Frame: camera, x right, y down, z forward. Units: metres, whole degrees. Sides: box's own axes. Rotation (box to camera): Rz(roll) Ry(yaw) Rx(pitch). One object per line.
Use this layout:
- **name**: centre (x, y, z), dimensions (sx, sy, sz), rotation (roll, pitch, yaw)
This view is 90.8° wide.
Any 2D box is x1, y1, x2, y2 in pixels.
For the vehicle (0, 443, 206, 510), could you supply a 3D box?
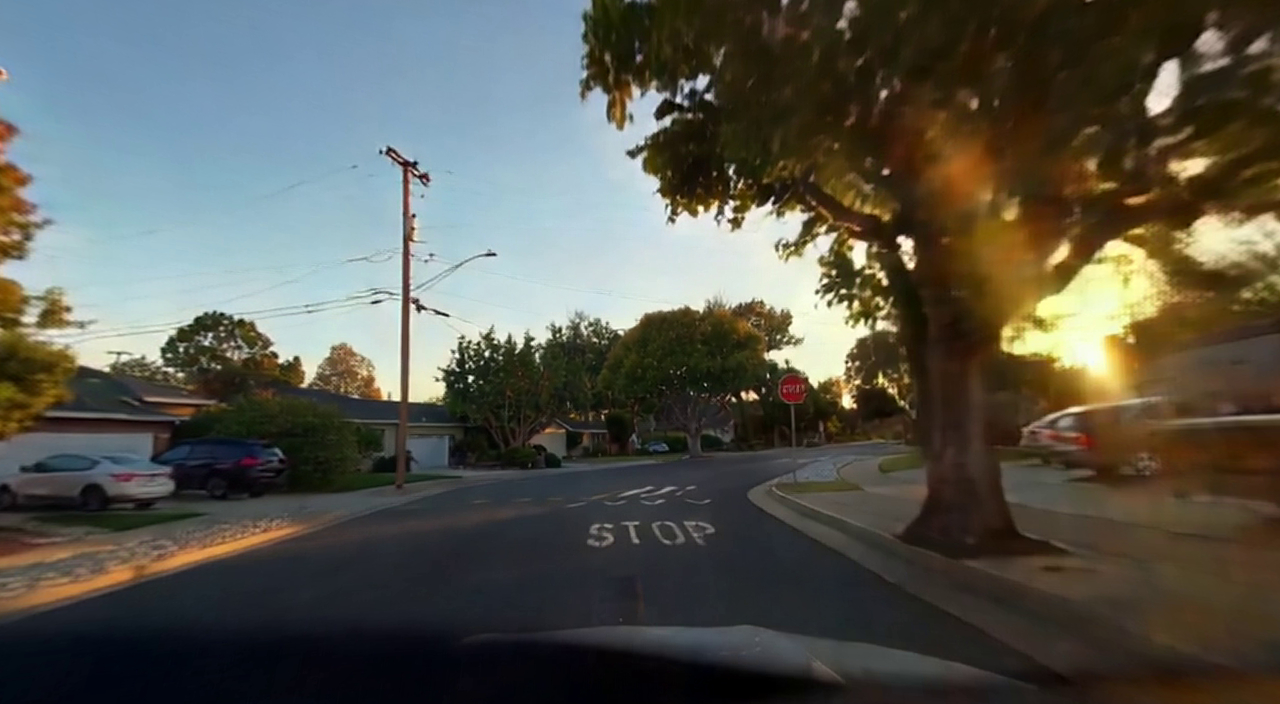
- **vehicle**: centre (-13.371, 2.995, 15.448), dimensions (4.103, 1.498, 1.909), rotation (0, -8, 2)

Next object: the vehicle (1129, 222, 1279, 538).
- **vehicle**: centre (10.770, 0.316, 6.359), dimensions (8.828, 3.111, 3.352), rotation (0, -7, 0)

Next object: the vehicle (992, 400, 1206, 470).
- **vehicle**: centre (12.312, 2.291, 17.285), dimensions (4.180, 1.759, 1.940), rotation (-2, -8, 11)

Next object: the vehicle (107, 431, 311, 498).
- **vehicle**: centre (-12.548, 3.278, 18.664), dimensions (4.484, 1.852, 2.009), rotation (0, -8, -1)
